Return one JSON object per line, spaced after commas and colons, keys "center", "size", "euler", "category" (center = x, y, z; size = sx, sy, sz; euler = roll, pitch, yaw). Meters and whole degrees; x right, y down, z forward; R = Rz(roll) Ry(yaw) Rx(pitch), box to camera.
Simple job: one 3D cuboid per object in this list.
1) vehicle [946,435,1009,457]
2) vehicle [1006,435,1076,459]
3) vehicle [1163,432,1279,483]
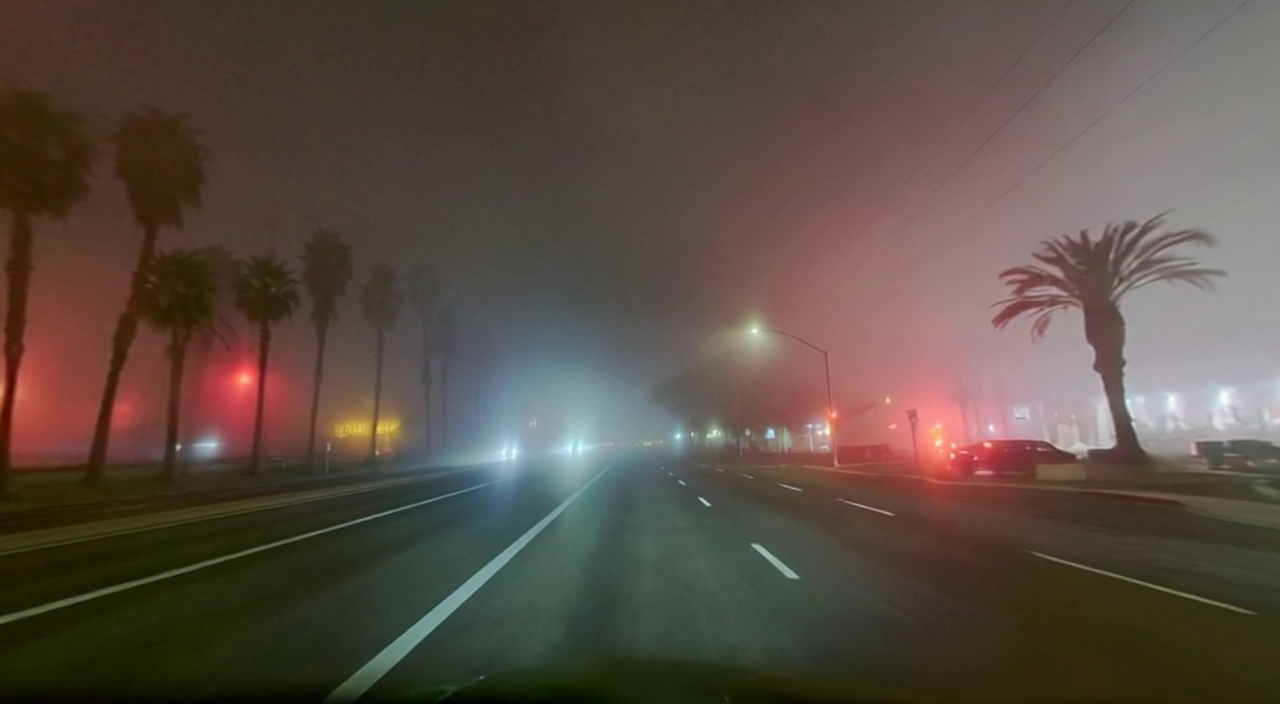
{"center": [25.362, 7.076, 47.556], "size": [3.996, 1.617, 1.807], "euler": [-4, -9, 27], "category": "vehicle"}
{"center": [30.354, 7.214, 47.989], "size": [4.058, 1.538, 1.994], "euler": [-7, -8, 23], "category": "vehicle"}
{"center": [21.526, 3.655, 22.144], "size": [4.620, 1.475, 1.904], "euler": [-3, -9, -2], "category": "vehicle"}
